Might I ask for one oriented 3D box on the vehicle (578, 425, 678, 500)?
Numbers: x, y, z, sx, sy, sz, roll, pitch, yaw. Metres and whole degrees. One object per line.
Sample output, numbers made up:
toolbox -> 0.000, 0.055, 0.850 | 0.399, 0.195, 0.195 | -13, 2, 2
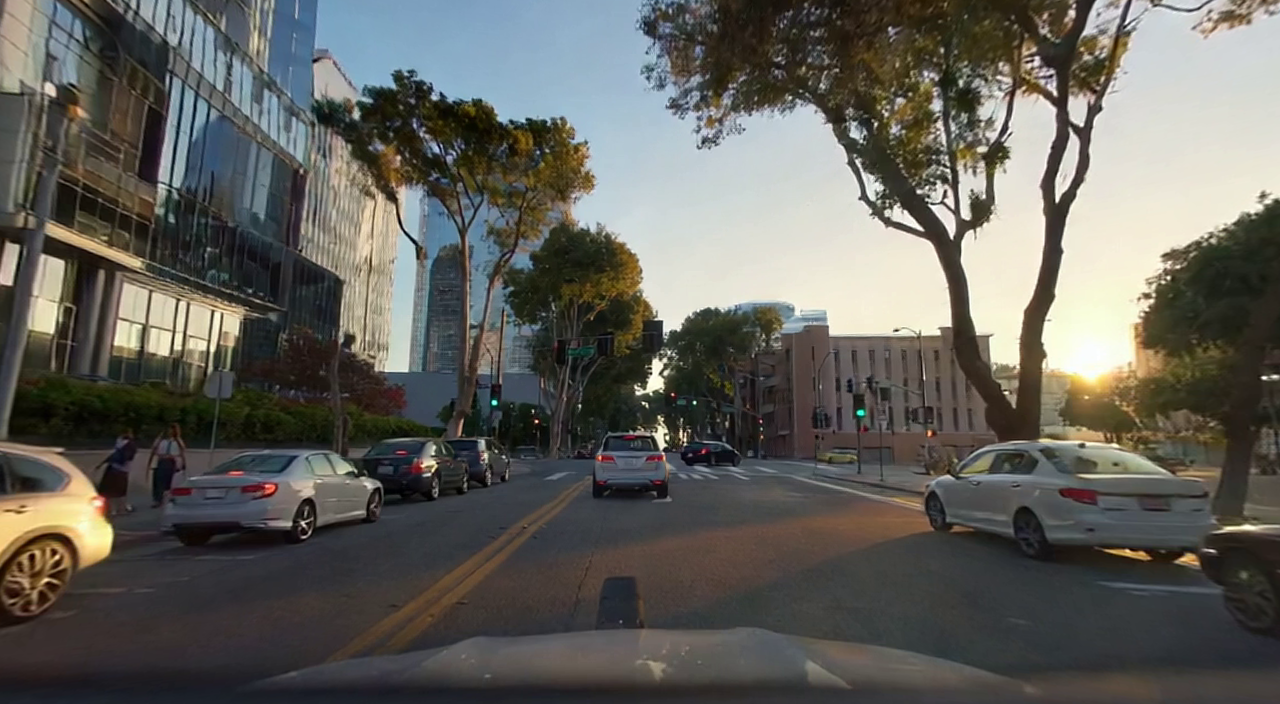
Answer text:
vehicle -> -0.241, 2.821, 16.425 | 2.258, 1.687, 3.934 | 0, -9, 1

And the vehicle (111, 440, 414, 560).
vehicle -> -5.575, 2.190, 10.190 | 1.841, 1.466, 4.364 | -1, -9, 7

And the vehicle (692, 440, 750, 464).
vehicle -> 5.547, 6.736, 42.752 | 1.824, 1.555, 4.638 | -7, -11, 36

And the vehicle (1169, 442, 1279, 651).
vehicle -> 5.607, 1.180, 3.054 | 1.999, 1.498, 4.780 | 0, -9, 1

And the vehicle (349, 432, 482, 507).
vehicle -> -5.727, 3.049, 16.846 | 1.904, 1.684, 4.529 | 0, -9, 0

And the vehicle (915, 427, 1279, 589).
vehicle -> 5.996, 2.003, 9.048 | 2.004, 1.699, 4.525 | 0, -9, -1

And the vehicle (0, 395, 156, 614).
vehicle -> -6.141, 1.094, 4.137 | 1.947, 1.748, 4.988 | 0, -8, 0
